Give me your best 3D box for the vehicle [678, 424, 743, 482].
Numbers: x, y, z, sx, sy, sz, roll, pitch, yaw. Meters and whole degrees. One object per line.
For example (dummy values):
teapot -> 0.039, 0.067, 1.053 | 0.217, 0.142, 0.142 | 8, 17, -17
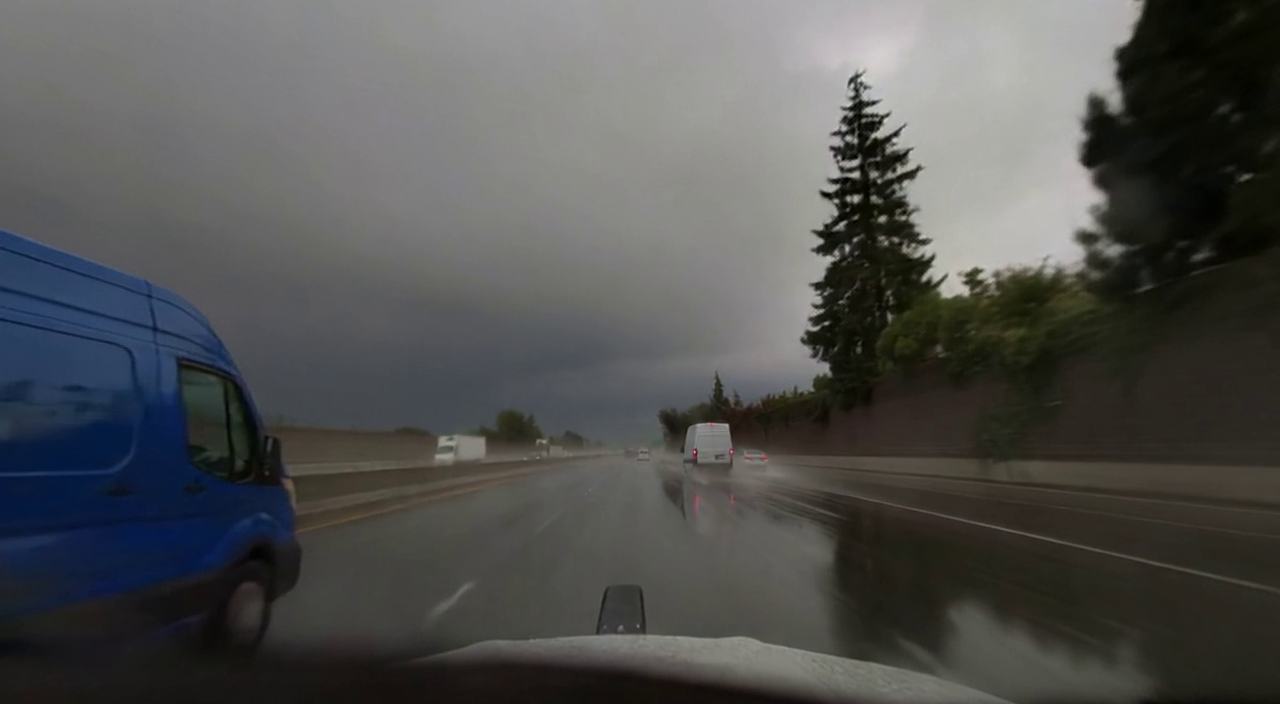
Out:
vehicle -> 3.313, 4.962, 31.031 | 2.373, 2.561, 5.922 | 0, -9, -1

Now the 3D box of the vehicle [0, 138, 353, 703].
vehicle -> -3.635, 0.403, 1.993 | 2.409, 2.523, 6.275 | 0, -9, 1
